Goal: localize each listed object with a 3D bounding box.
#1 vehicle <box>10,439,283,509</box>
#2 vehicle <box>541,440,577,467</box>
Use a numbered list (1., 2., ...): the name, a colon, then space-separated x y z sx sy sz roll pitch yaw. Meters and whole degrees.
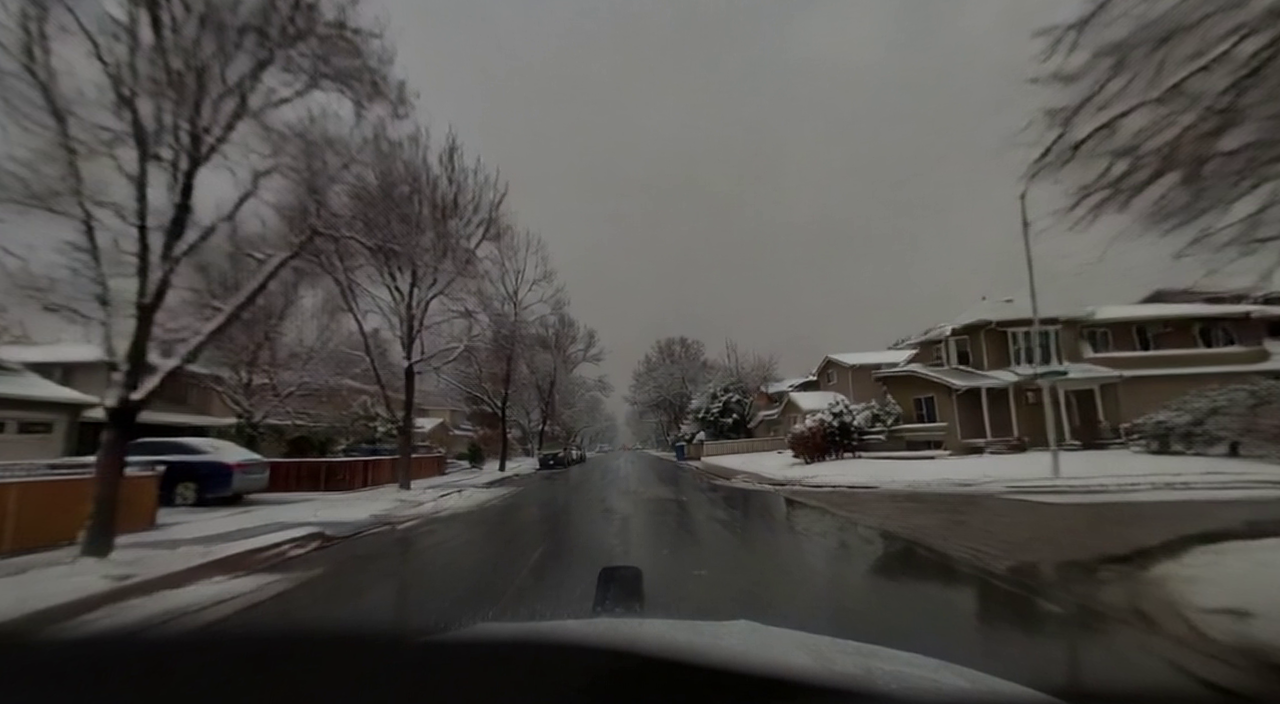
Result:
1. vehicle: -14.268 3.537 18.699 5.863 1.773 2.451 0 -8 -4
2. vehicle: -6.246 7.876 49.285 2.341 1.886 5.684 -1 -8 -2
